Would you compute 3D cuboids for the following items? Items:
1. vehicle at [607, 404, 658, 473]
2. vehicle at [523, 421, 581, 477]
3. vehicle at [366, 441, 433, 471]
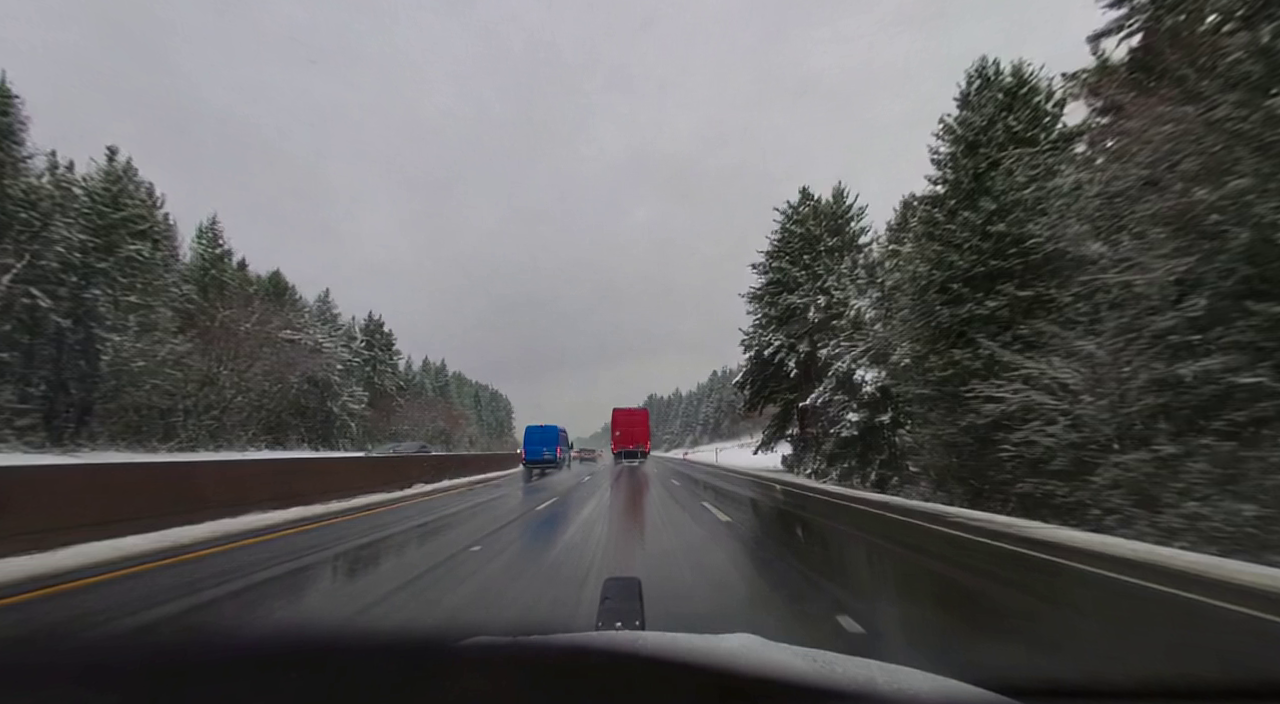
[{"bbox_3d":[-0.516,5.917,42.475,2.995,4.036,10.311,0,-9,-1],"label":"vehicle"},{"bbox_3d":[-4.664,5.332,34.607,2.357,2.786,6.144,0,-9,-1],"label":"vehicle"},{"bbox_3d":[-12.913,5.598,34.134,1.836,1.484,4.541,0,-9,0],"label":"vehicle"}]
